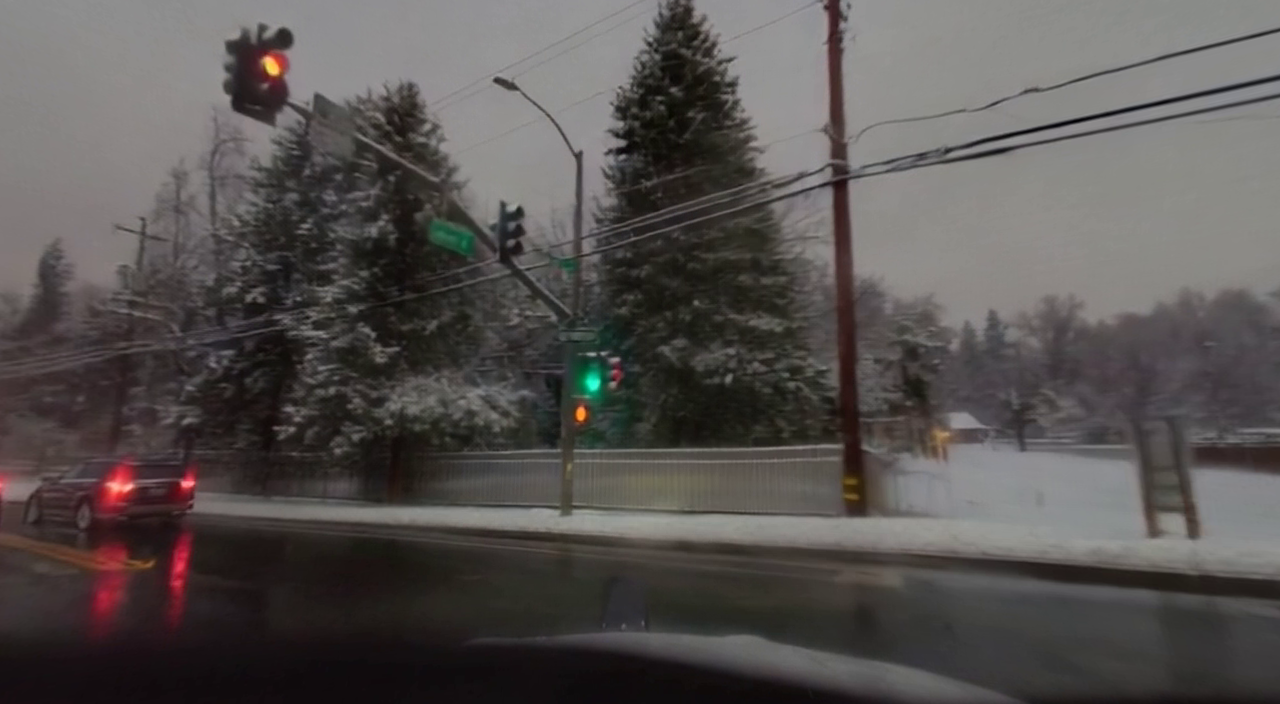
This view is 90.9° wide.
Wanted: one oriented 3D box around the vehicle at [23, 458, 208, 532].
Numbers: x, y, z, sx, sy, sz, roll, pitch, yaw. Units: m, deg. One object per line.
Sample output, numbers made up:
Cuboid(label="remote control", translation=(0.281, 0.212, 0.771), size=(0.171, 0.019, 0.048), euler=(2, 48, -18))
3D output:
Cuboid(label="vehicle", translation=(-12.917, 3.391, 15.480), size=(4.512, 1.506, 2.078), euler=(-6, -11, 32))
